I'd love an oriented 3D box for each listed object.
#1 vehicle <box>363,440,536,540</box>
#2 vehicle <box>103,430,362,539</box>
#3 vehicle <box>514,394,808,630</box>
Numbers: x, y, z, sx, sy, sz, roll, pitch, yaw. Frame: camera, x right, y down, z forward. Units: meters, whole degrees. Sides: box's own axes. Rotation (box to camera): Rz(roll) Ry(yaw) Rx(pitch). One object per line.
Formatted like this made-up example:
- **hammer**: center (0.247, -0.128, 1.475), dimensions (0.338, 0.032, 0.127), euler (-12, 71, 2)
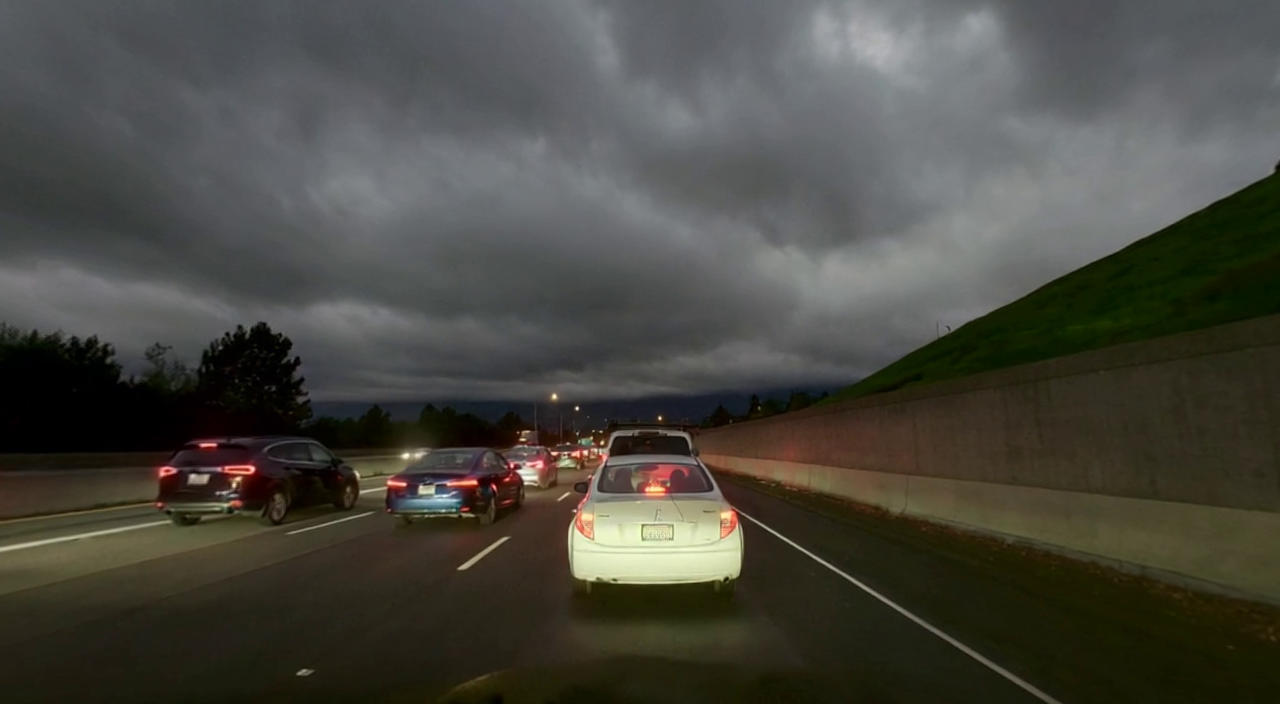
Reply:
- **vehicle**: center (-3.234, 2.418, 11.653), dimensions (1.917, 1.506, 3.949), euler (0, -9, 1)
- **vehicle**: center (-7.490, 2.459, 12.349), dimensions (1.986, 1.700, 4.558), euler (0, -9, 0)
- **vehicle**: center (0.115, 1.609, 7.483), dimensions (2.210, 1.760, 5.303), euler (0, -9, -1)
